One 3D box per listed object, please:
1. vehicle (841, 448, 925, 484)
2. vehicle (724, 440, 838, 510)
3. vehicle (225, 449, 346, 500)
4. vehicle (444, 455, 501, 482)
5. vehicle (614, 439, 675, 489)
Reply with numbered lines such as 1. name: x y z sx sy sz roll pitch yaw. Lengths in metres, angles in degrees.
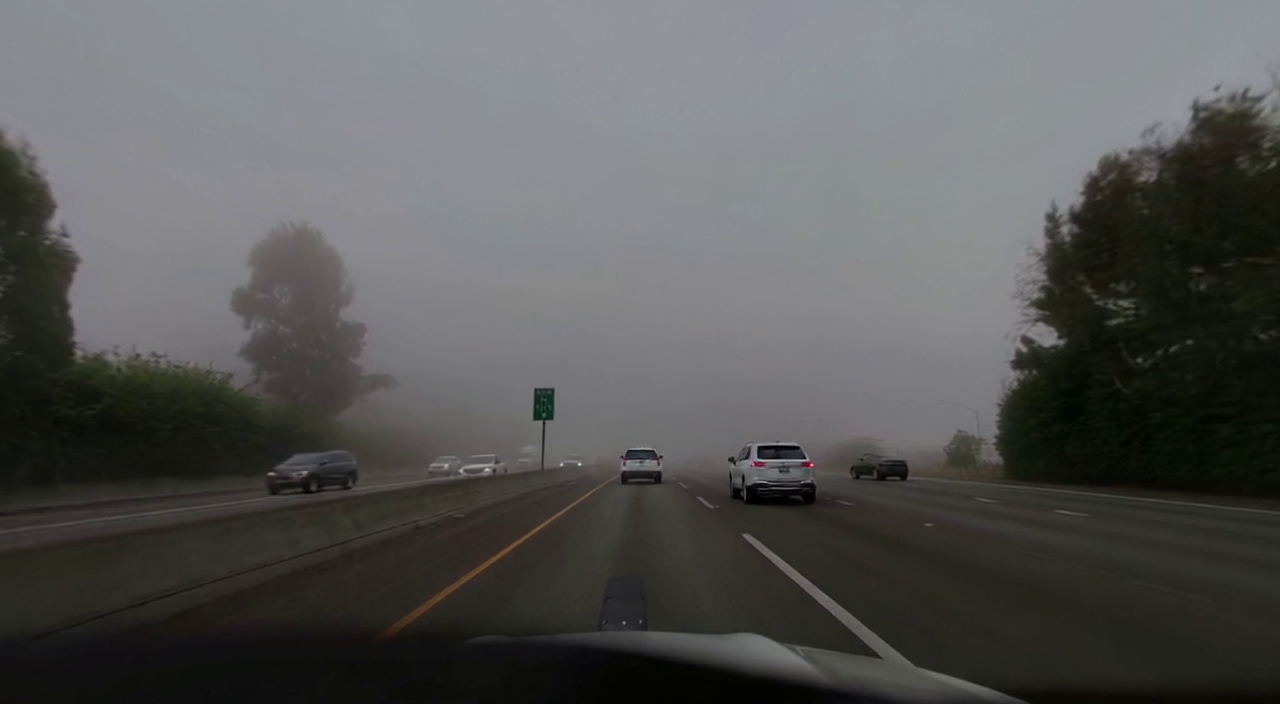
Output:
1. vehicle: 11.165 5.234 29.427 1.985 1.503 4.842 0 -8 0
2. vehicle: 3.554 3.176 16.762 2.042 1.592 4.047 0 -8 -1
3. vehicle: -14.544 5.006 26.327 2.018 1.887 5.108 0 -8 1
4. vehicle: -10.237 7.161 38.970 2.146 1.479 4.671 0 -8 1
5. vehicle: 0.185 4.537 26.005 2.290 1.862 4.454 0 -8 1
